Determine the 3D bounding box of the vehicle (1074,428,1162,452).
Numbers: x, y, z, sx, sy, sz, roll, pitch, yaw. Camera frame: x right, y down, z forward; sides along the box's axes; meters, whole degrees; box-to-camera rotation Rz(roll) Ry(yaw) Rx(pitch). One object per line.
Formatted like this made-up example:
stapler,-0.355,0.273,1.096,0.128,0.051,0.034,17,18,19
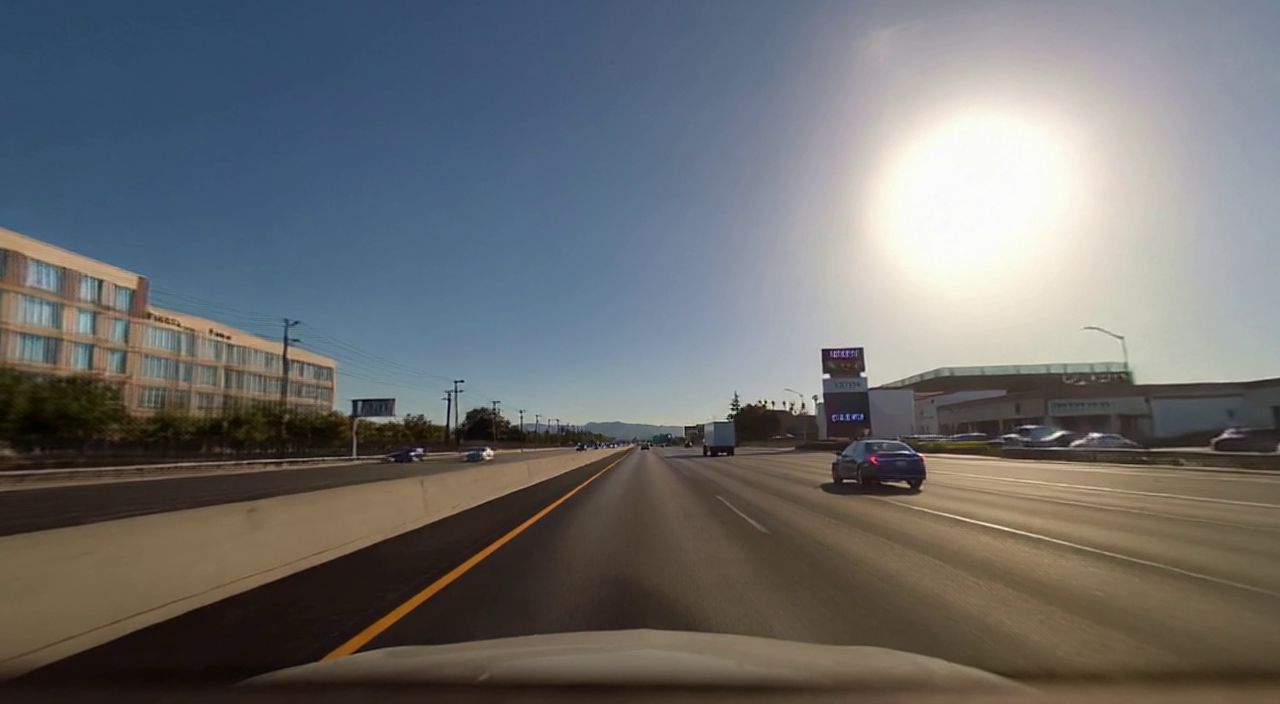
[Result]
vehicle,36.480,6.723,47.968,5.072,1.505,1.870,-3,-7,1

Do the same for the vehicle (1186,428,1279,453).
vehicle,36.385,5.411,38.325,4.289,1.420,1.873,0,-8,0

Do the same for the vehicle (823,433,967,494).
vehicle,7.226,3.215,18.521,2.079,1.518,5.032,0,-8,-1
